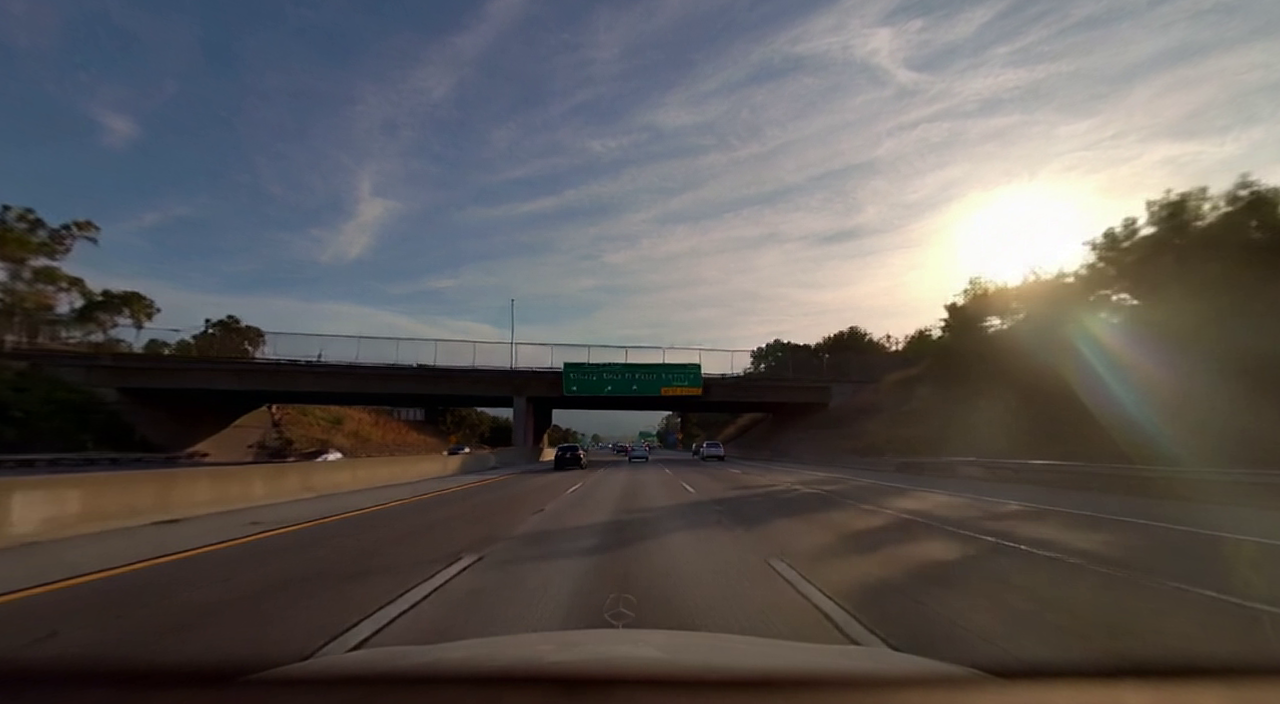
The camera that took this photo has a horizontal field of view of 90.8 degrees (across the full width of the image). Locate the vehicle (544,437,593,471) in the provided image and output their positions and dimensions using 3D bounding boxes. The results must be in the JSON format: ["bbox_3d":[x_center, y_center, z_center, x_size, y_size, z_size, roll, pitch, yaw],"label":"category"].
[{"bbox_3d":[-3.969,5.742,35.654,2.113,1.756,4.471,0,-8,2],"label":"vehicle"}]

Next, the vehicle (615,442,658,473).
[{"bbox_3d":[-0.148,5.390,32.466,2.075,1.486,4.007,0,-8,1],"label":"vehicle"}]

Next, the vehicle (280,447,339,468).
[{"bbox_3d":[-24.436,7.803,46.912,1.822,1.437,4.575,0,-8,1],"label":"vehicle"}]

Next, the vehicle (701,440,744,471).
[{"bbox_3d":[4.643,5.893,36.098,1.936,1.625,3.991,0,-8,1],"label":"vehicle"}]
